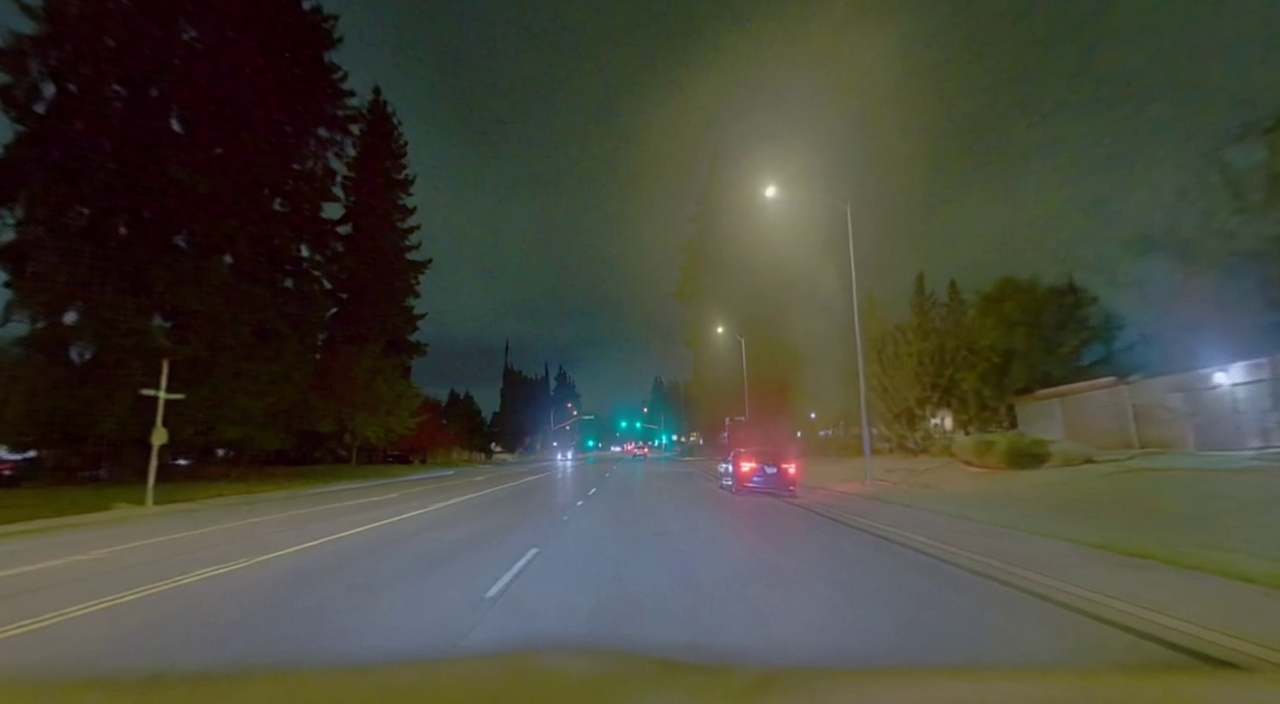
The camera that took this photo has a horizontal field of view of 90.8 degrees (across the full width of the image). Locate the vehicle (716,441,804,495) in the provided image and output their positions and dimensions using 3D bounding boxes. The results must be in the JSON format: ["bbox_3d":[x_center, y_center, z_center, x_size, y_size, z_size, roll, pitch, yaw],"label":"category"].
[{"bbox_3d":[3.712,3.649,20.332,1.942,1.502,4.244,0,-8,-1],"label":"vehicle"}]

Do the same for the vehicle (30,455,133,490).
[{"bbox_3d":[-27.671,5.936,31.510,1.753,1.424,4.492,-2,-8,-11],"label":"vehicle"}]
